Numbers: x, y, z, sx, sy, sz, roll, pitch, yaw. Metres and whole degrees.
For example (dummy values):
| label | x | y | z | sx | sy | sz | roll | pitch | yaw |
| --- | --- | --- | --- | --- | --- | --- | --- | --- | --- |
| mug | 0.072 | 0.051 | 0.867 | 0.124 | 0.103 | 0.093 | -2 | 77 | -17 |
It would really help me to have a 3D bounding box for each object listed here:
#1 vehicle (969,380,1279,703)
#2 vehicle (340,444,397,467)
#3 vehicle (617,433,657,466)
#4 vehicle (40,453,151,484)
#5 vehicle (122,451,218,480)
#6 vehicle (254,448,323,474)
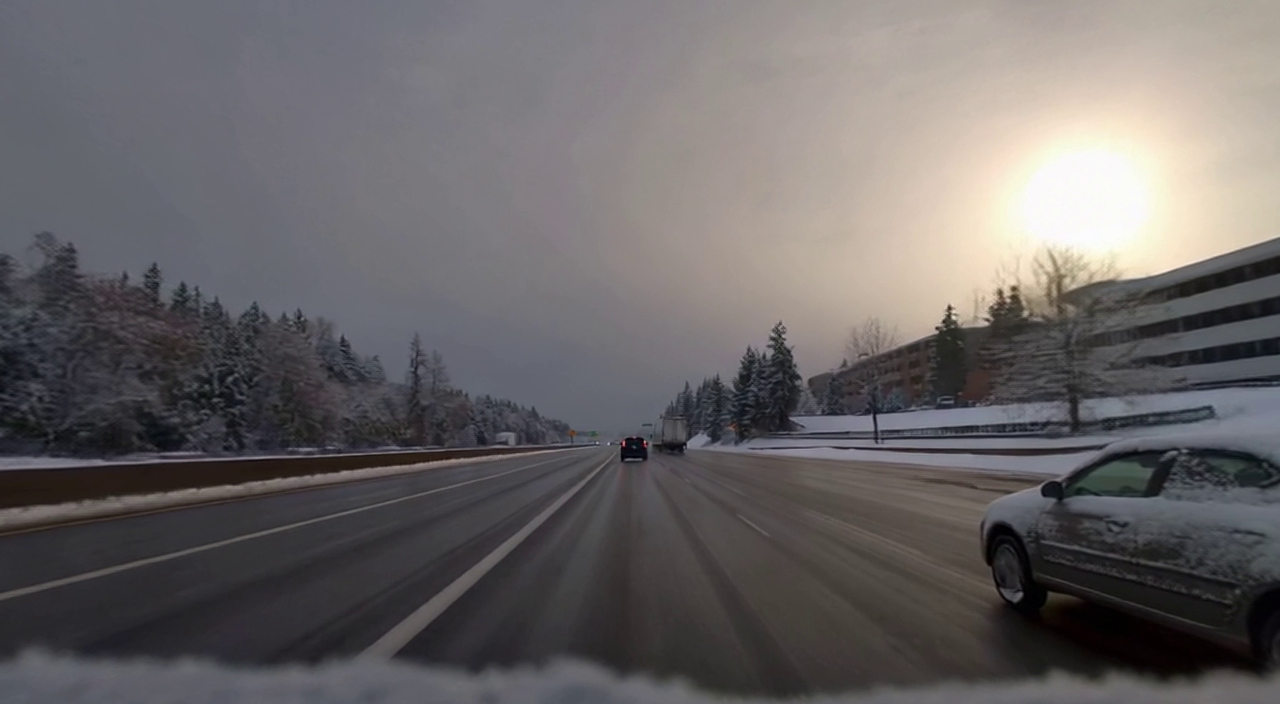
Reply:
| label | x | y | z | sx | sy | sz | roll | pitch | yaw |
| --- | --- | --- | --- | --- | --- | --- | --- | --- | --- |
| vehicle | 3.840 | 0.989 | 3.213 | 1.950 | 1.596 | 4.326 | 0 | -8 | -1 |
| vehicle | -18.291 | 6.971 | 42.817 | 1.841 | 1.447 | 4.531 | 0 | -8 | 0 |
| vehicle | -0.220 | 5.915 | 38.533 | 2.297 | 1.912 | 4.355 | 0 | -8 | -1 |
| vehicle | -29.845 | 6.378 | 34.844 | 1.888 | 1.460 | 4.806 | 0 | -8 | -1 |
| vehicle | -26.071 | 6.279 | 35.307 | 1.828 | 1.464 | 4.647 | 0 | -8 | -1 |
| vehicle | -22.141 | 6.868 | 40.030 | 1.890 | 1.454 | 4.389 | 0 | -8 | -1 |
